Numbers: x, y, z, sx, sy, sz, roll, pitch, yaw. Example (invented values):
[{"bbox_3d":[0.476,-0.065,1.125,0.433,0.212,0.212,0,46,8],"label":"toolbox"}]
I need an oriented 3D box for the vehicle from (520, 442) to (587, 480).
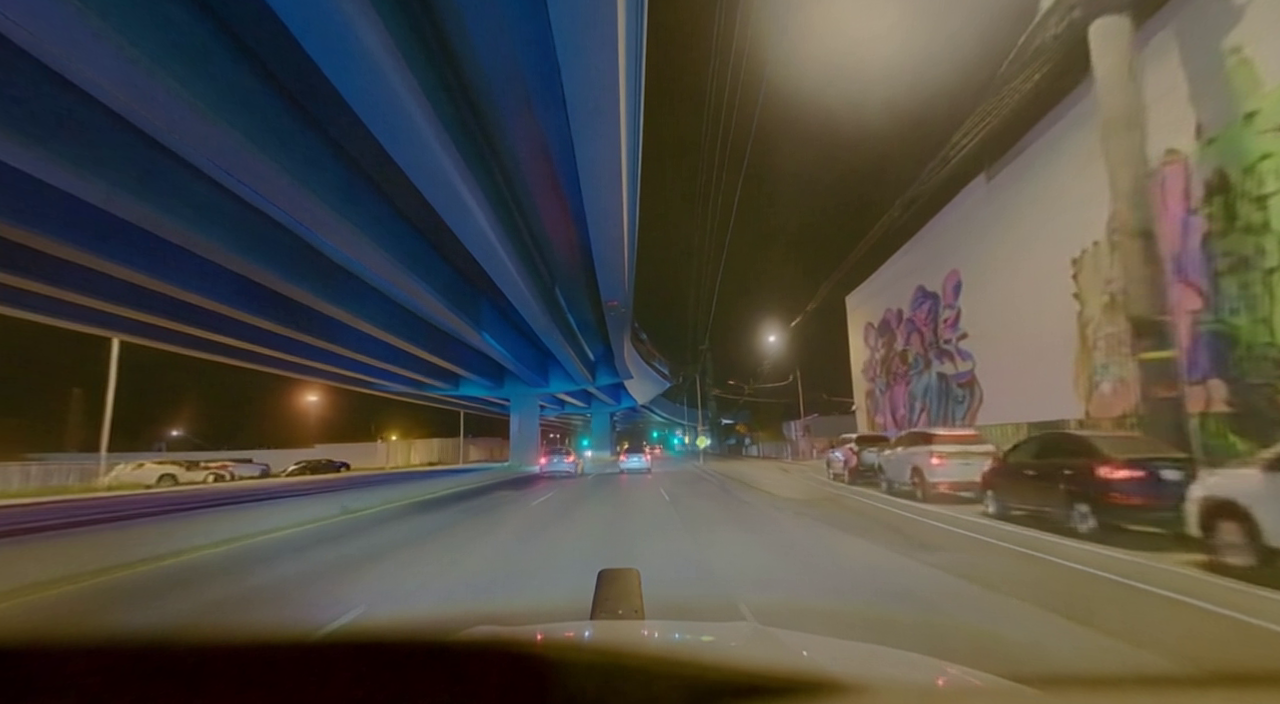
[{"bbox_3d":[-3.665,4.714,27.634,2.024,1.533,4.549,-1,-9,3],"label":"vehicle"}]

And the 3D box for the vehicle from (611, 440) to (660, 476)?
[{"bbox_3d":[-0.163,4.894,29.435,2.155,1.571,3.734,0,-9,1],"label":"vehicle"}]

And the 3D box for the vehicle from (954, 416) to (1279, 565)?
[{"bbox_3d":[6.646,1.857,9.193,1.871,1.619,4.408,0,-9,0],"label":"vehicle"}]

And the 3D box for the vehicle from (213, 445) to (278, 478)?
[{"bbox_3d":[-30.384,8.387,48.807,1.933,2.393,4.896,0,-8,-2],"label":"vehicle"}]

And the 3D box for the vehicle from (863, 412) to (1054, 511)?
[{"bbox_3d":[6.992,2.467,14.555,2.114,1.911,4.402,0,-9,1],"label":"vehicle"}]

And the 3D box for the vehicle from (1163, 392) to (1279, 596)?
[{"bbox_3d":[6.437,1.090,4.568,1.940,1.738,3.956,0,-9,2],"label":"vehicle"}]

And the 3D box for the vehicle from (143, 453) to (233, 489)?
[{"bbox_3d":[-27.002,7.095,37.974,1.971,1.939,4.729,1,-9,-1],"label":"vehicle"}]

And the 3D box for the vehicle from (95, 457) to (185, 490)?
[{"bbox_3d":[-29.462,7.147,37.441,2.035,1.764,4.157,1,-9,-4],"label":"vehicle"}]
